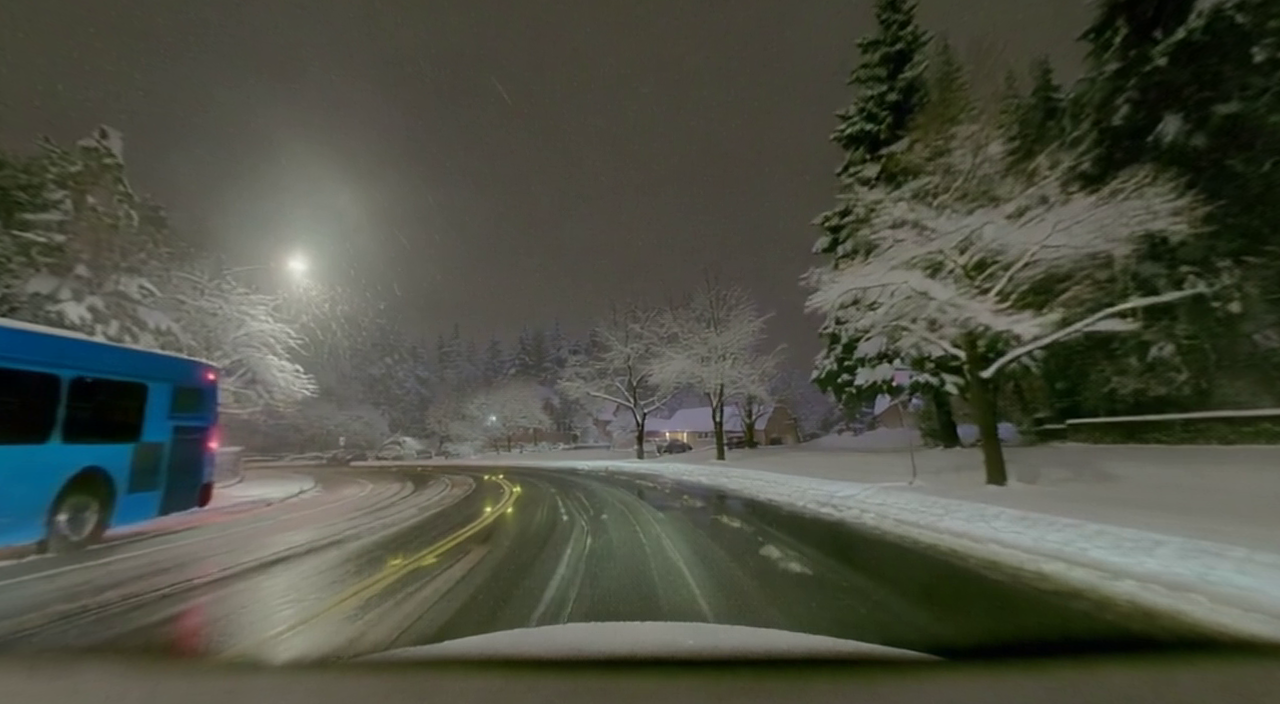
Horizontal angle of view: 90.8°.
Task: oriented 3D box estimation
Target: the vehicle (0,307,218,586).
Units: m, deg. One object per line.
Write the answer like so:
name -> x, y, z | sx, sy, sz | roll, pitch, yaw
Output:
vehicle -> -8.376, 0.902, 5.984 | 2.886, 2.994, 8.380 | 0, -8, 0
